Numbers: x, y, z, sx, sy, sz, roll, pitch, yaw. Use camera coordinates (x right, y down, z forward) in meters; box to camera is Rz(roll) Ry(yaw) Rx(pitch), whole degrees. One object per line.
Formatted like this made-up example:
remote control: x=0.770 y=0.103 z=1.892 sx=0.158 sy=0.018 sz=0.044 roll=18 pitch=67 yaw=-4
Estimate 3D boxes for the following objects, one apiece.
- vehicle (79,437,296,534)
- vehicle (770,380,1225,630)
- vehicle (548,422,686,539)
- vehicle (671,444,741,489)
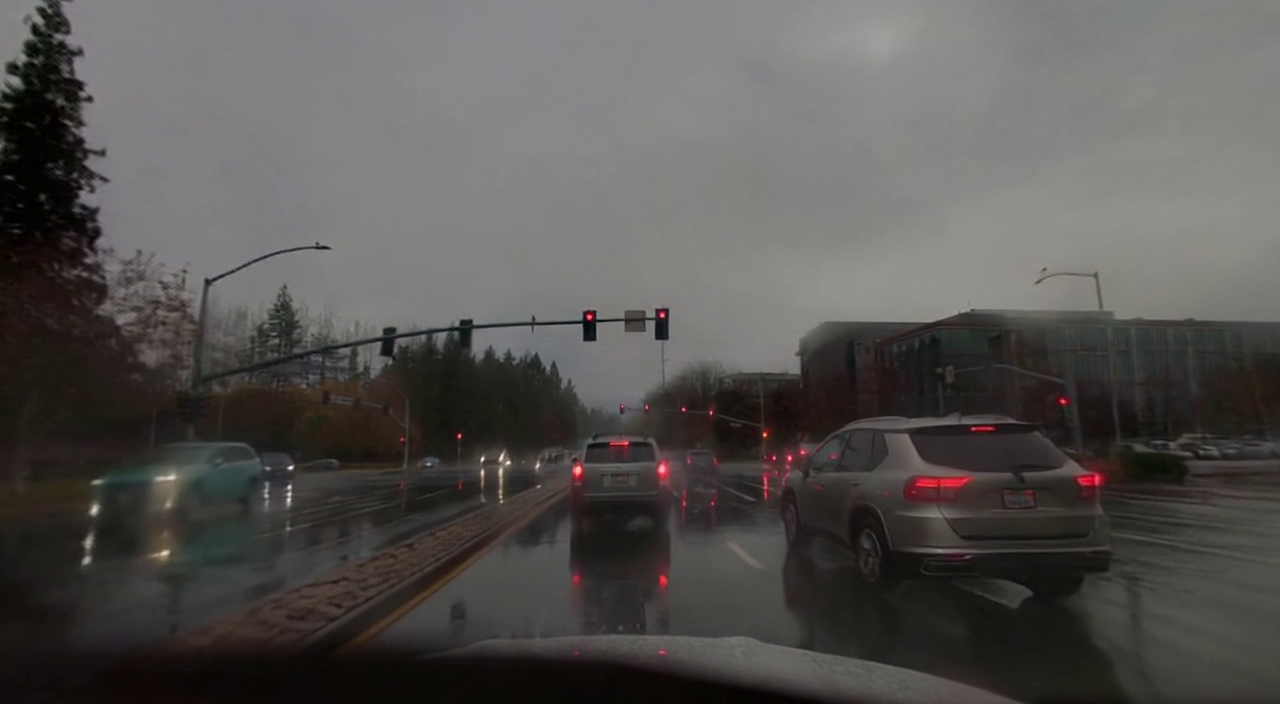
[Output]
vehicle: x=-10.643 y=3.106 z=15.503 sx=2.354 sy=1.949 sz=4.905 roll=2 pitch=-9 yaw=-11
vehicle: x=3.072 y=1.432 z=6.859 sx=2.228 sy=1.798 sz=4.370 roll=0 pitch=-9 yaw=-2
vehicle: x=-0.391 y=2.208 z=11.450 sx=2.039 sy=1.698 sz=4.144 roll=0 pitch=-9 yaw=-2
vehicle: x=2.312 y=4.145 z=23.265 sx=1.900 sy=1.459 sz=4.260 roll=0 pitch=-9 yaw=-3
